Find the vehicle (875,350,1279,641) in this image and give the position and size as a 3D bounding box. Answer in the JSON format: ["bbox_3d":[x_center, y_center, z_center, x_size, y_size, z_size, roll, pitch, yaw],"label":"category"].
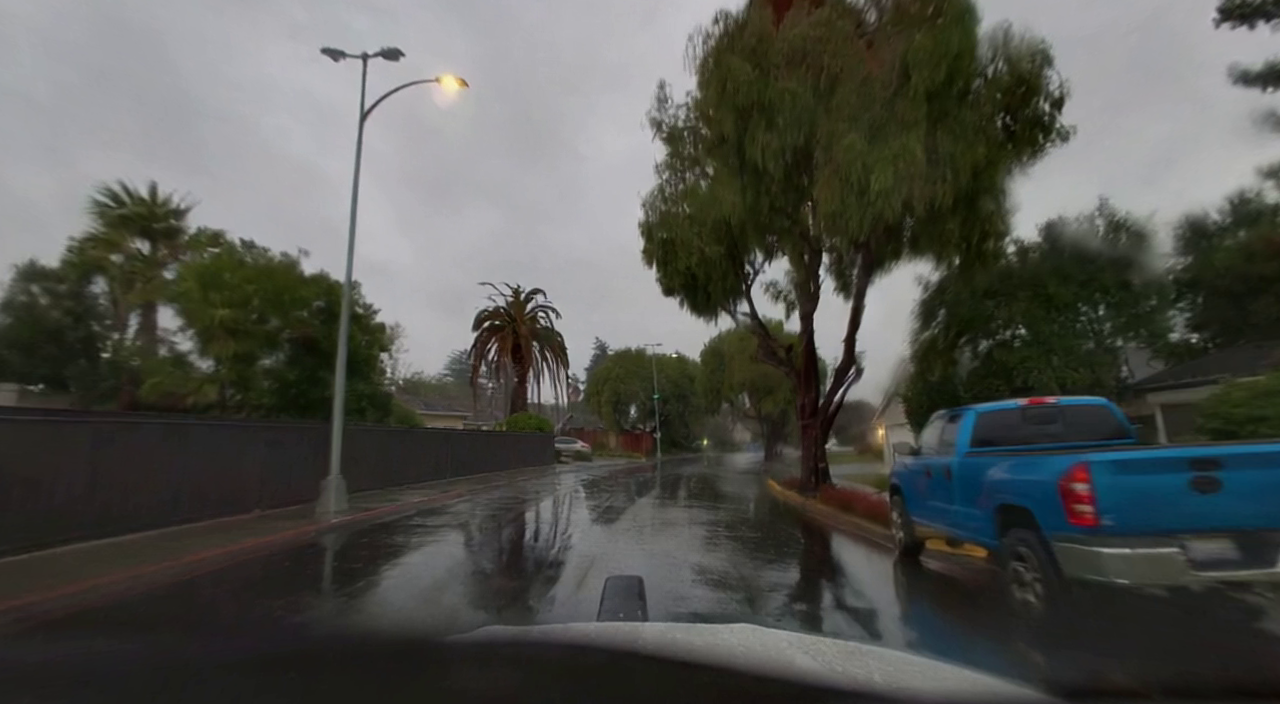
[{"bbox_3d":[4.750,1.394,7.210,2.467,2.034,5.470,-1,-8,5],"label":"vehicle"}]
